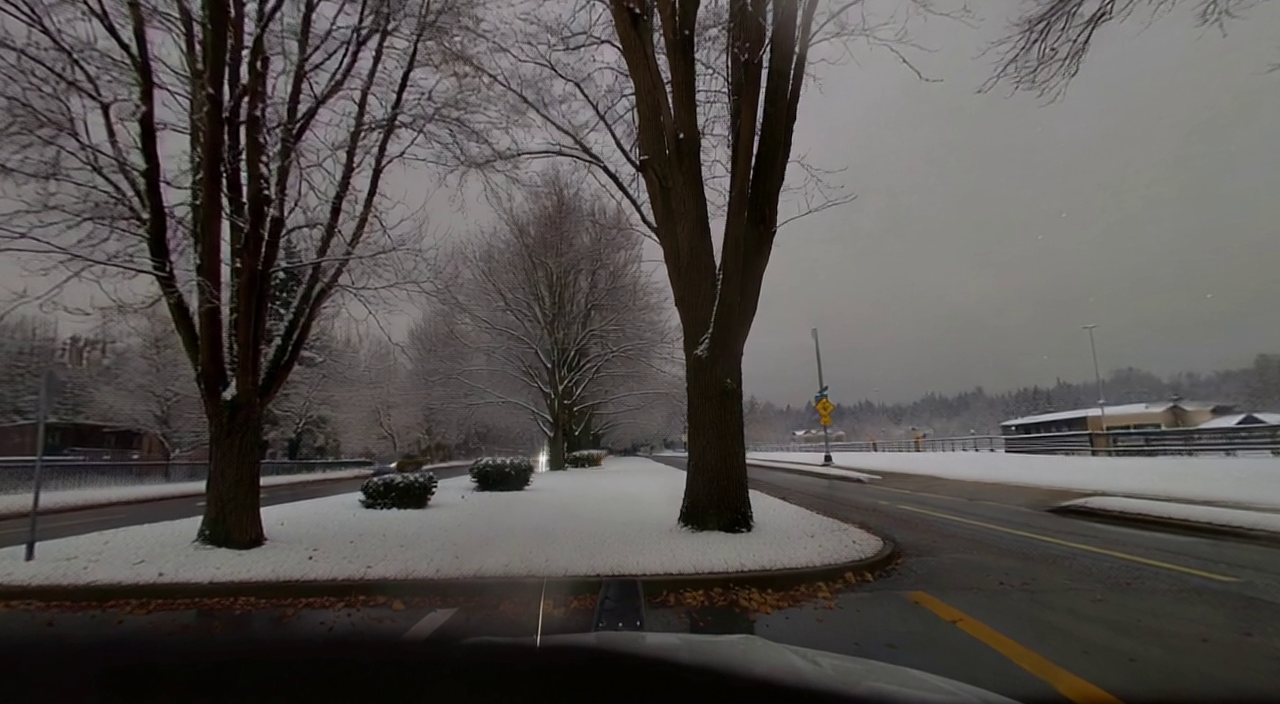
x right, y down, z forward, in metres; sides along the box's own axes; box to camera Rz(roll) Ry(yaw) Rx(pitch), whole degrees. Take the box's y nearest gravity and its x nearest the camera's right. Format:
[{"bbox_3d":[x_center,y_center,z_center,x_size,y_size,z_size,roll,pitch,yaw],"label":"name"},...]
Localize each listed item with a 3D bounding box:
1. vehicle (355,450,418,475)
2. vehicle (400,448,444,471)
[{"bbox_3d":[-18.300,7.988,45.655,1.907,1.644,4.410,-2,-9,14],"label":"vehicle"},{"bbox_3d":[-17.238,8.473,49.911,1.902,1.720,3.248,-2,-9,11],"label":"vehicle"}]
